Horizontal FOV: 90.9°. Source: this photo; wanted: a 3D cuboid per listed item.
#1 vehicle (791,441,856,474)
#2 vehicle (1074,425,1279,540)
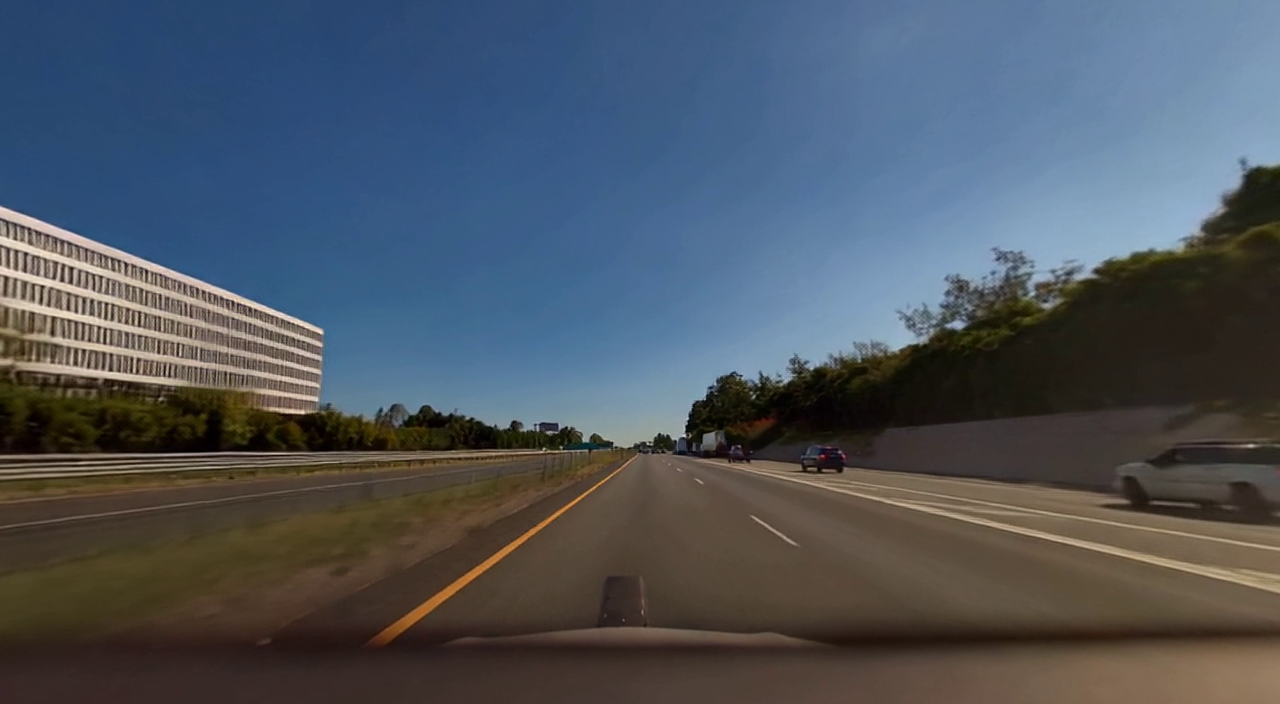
[{"bbox_3d":[10.278,5.954,35.706,2.129,1.735,4.880,0,-9,-1],"label":"vehicle"},{"bbox_3d":[10.338,2.154,10.864,2.127,1.646,4.926,0,-9,-1],"label":"vehicle"}]
